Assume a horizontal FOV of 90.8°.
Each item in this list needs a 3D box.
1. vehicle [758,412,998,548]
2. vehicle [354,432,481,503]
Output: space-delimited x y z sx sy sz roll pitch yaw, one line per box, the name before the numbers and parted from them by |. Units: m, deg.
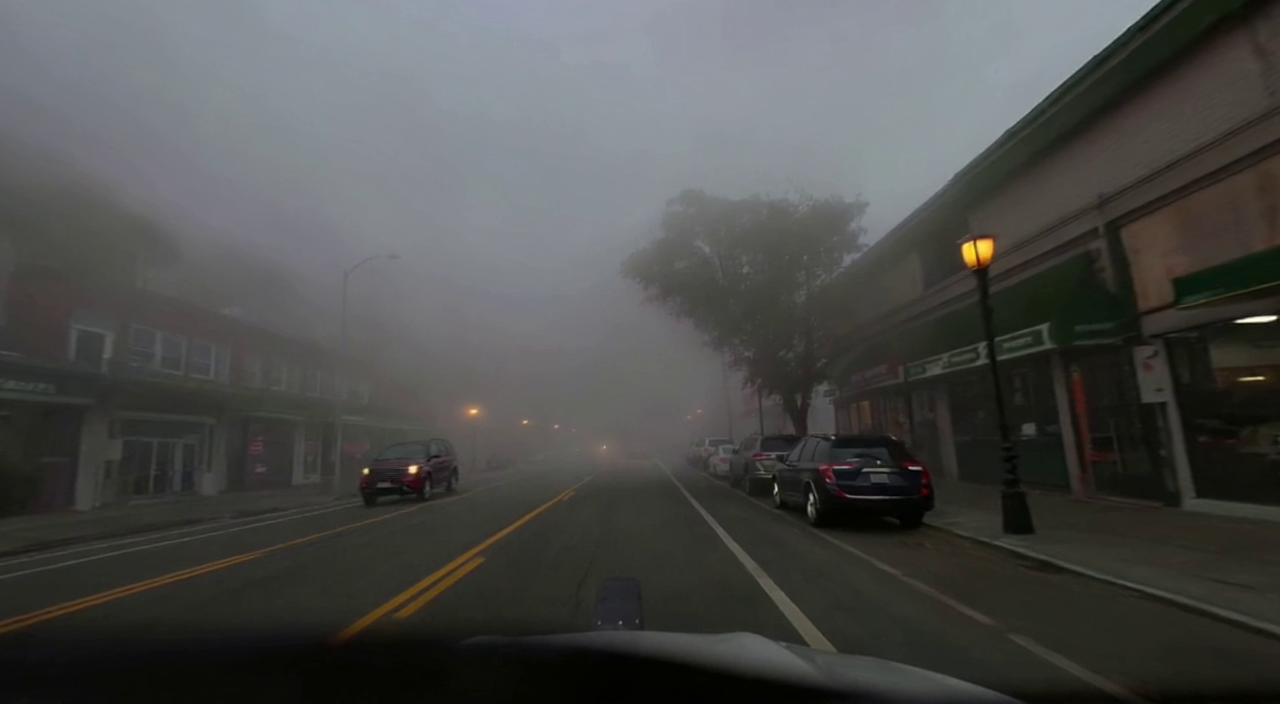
vehicle | 3.877 2.227 11.869 2.164 1.880 6.057 0 -8 0
vehicle | -6.452 3.402 19.032 2.098 1.838 4.718 0 -8 0
